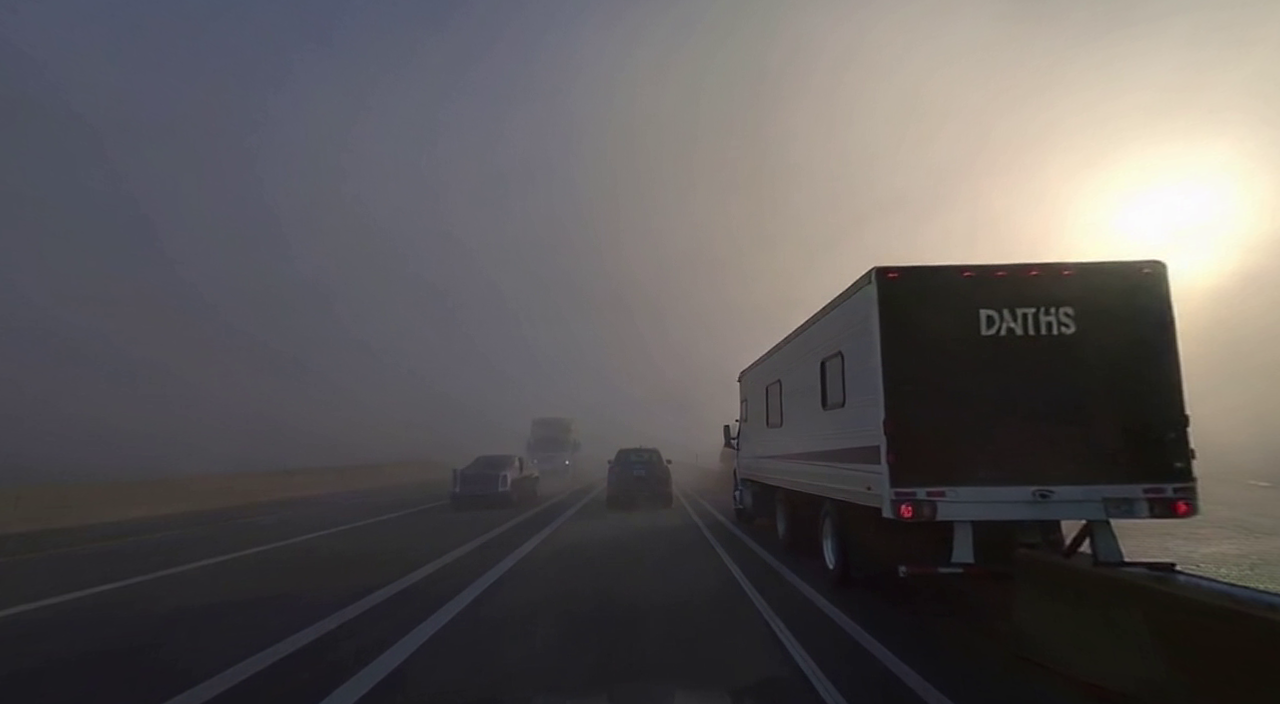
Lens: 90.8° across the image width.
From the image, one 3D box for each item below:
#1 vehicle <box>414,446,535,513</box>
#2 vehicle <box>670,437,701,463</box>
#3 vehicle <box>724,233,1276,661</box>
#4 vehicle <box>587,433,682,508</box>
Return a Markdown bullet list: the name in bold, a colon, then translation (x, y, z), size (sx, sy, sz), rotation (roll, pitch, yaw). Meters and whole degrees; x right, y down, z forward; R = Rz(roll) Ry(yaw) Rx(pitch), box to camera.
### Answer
- **vehicle**: translation (-4.020, 3.137, 16.025), size (1.933, 1.465, 3.898), rotation (0, -9, 1)
- **vehicle**: translation (3.490, 7.578, 48.800), size (2.020, 1.874, 4.431), rotation (0, -9, 0)
- **vehicle**: translation (2.906, 1.141, 8.007), size (2.533, 2.942, 7.280), rotation (0, -9, -1)
- **vehicle**: translation (-0.110, 3.075, 16.714), size (2.201, 1.719, 4.058), rotation (0, -9, 1)
